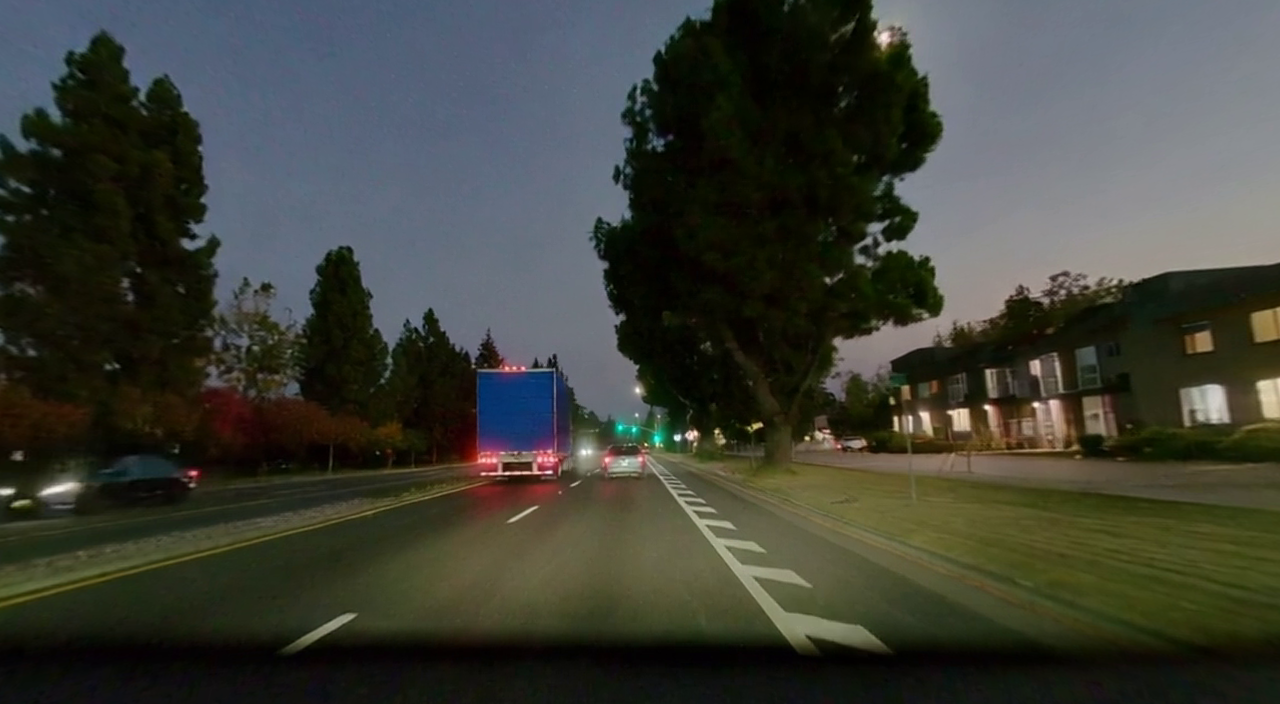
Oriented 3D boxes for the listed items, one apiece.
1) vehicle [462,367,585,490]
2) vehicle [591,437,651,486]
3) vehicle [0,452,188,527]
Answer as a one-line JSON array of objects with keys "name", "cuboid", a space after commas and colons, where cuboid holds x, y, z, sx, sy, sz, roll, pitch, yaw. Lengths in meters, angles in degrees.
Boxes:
[{"name": "vehicle", "cuboid": [-4.131, 3.180, 25.254, 2.996, 3.902, 10.410, 0, -9, 0]}, {"name": "vehicle", "cuboid": [-0.663, 4.101, 23.984, 2.094, 1.682, 3.866, 0, -9, 0]}, {"name": "vehicle", "cuboid": [-13.969, 3.325, 15.847, 1.993, 1.568, 4.645, -1, -9, -3]}]
